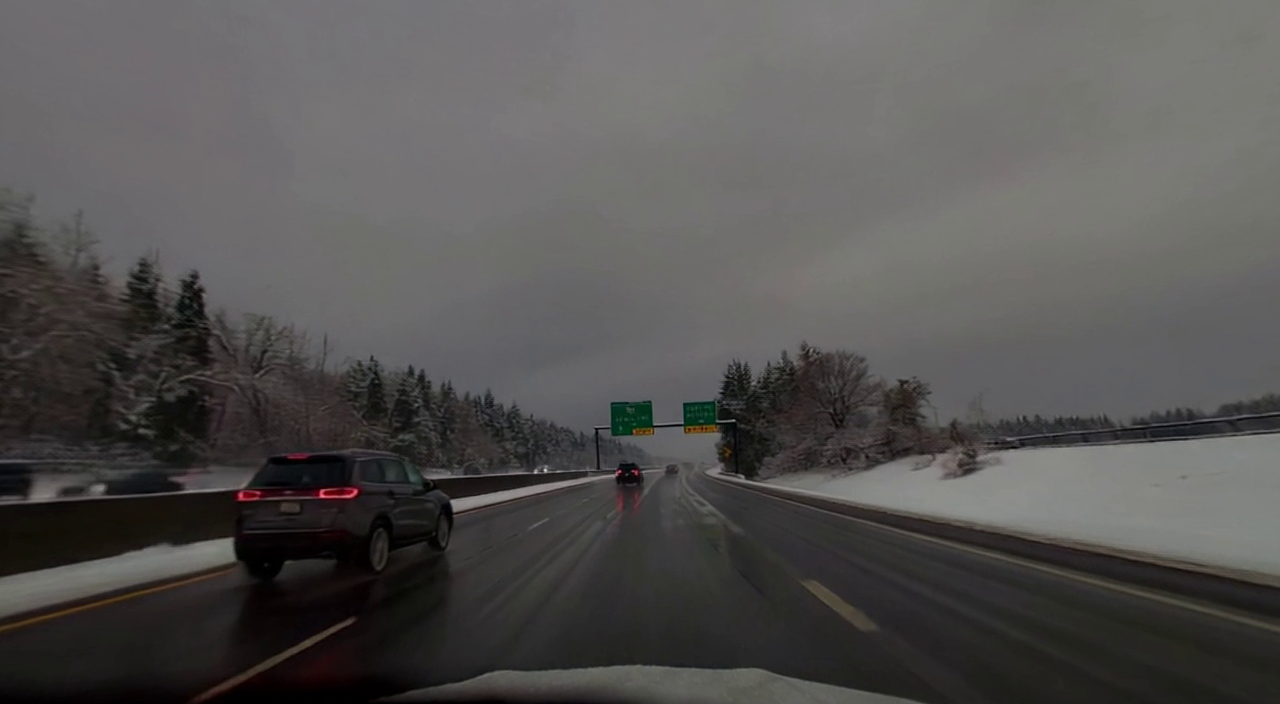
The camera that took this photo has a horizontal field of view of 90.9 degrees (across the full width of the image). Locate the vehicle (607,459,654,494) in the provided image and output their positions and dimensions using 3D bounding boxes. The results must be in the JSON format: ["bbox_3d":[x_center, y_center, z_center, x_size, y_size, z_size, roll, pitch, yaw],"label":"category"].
[{"bbox_3d":[-0.404,6.289,31.907,2.000,1.594,3.996,0,-11,4],"label":"vehicle"}]

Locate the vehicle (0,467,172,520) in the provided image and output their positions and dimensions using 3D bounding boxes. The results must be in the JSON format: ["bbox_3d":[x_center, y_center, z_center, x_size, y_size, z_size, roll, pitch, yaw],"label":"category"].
[{"bbox_3d":[-17.852,4.456,20.239,1.993,1.456,4.555,1,-10,2],"label":"vehicle"}]

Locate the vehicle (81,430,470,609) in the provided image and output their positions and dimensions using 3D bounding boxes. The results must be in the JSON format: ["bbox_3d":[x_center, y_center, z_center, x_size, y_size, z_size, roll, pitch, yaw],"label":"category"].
[{"bbox_3d":[-3.948,1.946,8.127,2.063,1.556,4.740,1,-10,2],"label":"vehicle"}]
